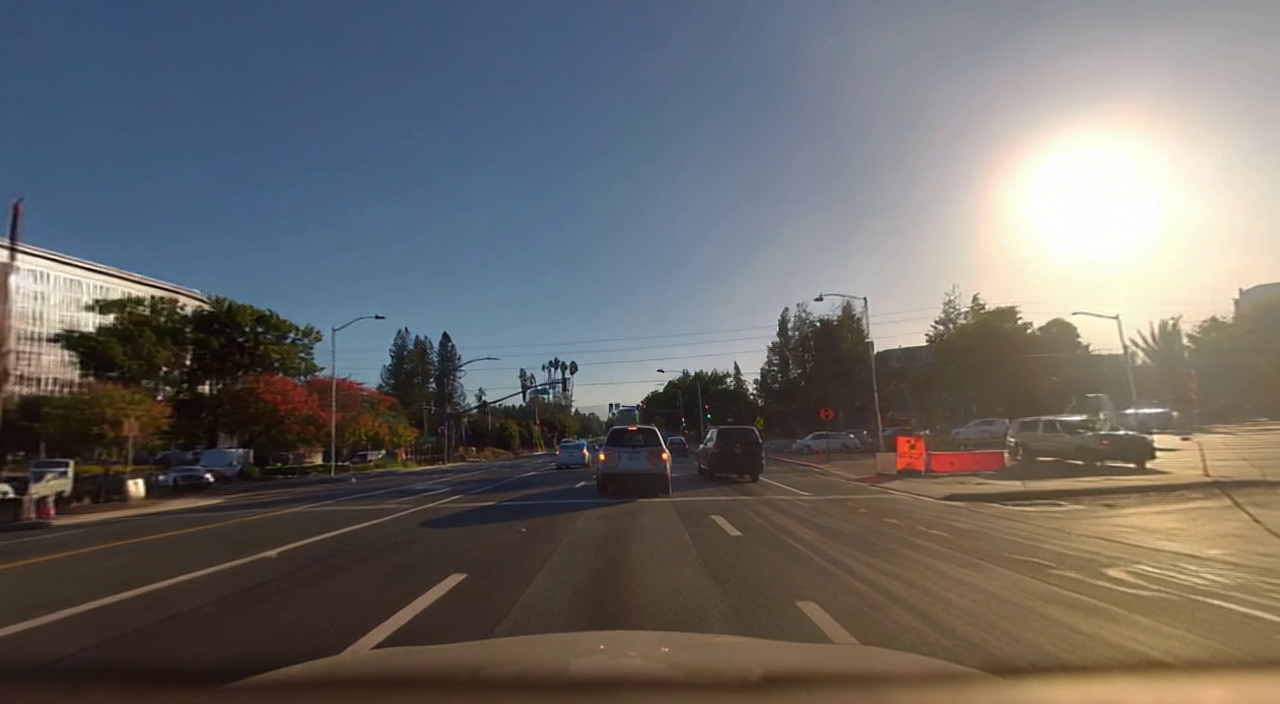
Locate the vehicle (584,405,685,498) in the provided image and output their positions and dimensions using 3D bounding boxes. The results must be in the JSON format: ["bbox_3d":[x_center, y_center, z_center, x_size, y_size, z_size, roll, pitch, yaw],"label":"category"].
[{"bbox_3d":[-0.248,2.746,17.600,2.350,2.122,5.801,0,-9,-2],"label":"vehicle"}]

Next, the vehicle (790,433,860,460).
[{"bbox_3d":[11.253,5.728,38.109,4.267,1.503,2.145,8,-12,-44],"label":"vehicle"}]

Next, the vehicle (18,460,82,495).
[{"bbox_3d":[-33.398,7.041,35.550,4.692,1.720,1.941,-7,-11,40],"label":"vehicle"}]

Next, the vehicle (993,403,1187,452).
[{"bbox_3d":[14.858,2.596,21.132,4.986,1.467,2.025,-6,-10,34],"label":"vehicle"}]
